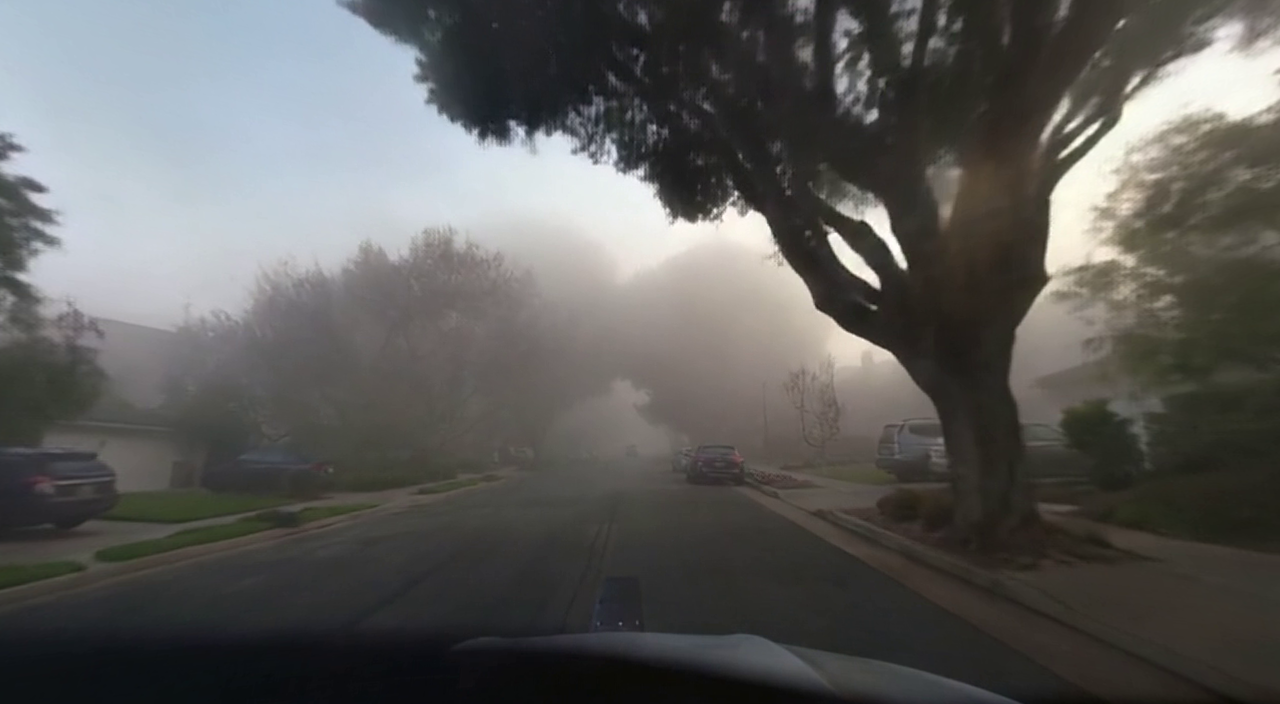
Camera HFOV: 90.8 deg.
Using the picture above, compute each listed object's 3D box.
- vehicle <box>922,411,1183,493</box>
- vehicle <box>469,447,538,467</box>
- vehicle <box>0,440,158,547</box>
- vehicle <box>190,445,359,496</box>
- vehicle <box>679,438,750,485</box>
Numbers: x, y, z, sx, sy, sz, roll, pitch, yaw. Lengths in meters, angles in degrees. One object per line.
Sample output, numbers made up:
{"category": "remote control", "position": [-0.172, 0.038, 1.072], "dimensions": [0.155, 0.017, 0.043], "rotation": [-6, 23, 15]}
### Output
{"category": "vehicle", "position": [8.910, 2.198, 13.993], "dimensions": [4.331, 1.570, 2.009], "rotation": [-1, -8, 0]}
{"category": "vehicle", "position": [-10.694, 8.277, 49.841], "dimensions": [4.933, 1.547, 2.125], "rotation": [0, -9, 0]}
{"category": "vehicle", "position": [-11.555, 2.355, 10.852], "dimensions": [4.972, 1.623, 1.884], "rotation": [0, -9, 1]}
{"category": "vehicle", "position": [-11.436, 3.715, 20.022], "dimensions": [4.118, 1.492, 1.902], "rotation": [0, -9, -3]}
{"category": "vehicle", "position": [2.516, 3.842, 22.423], "dimensions": [2.022, 1.483, 4.565], "rotation": [0, -9, 1]}
